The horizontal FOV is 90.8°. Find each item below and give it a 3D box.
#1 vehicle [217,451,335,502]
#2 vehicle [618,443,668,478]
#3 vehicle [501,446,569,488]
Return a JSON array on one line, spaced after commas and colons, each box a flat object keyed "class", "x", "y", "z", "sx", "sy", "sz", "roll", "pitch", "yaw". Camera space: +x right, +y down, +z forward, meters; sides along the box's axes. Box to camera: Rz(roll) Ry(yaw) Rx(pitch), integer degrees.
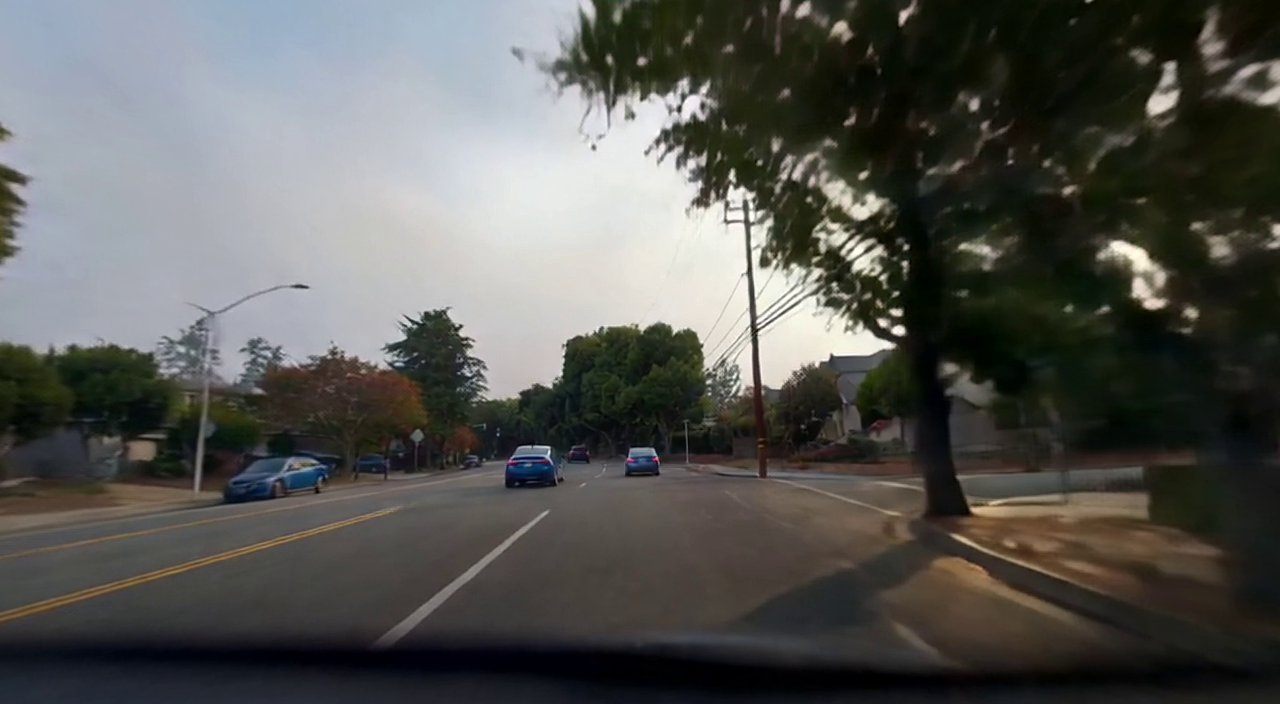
[{"class": "vehicle", "x": -14.350, "y": 4.902, "z": 25.295, "sx": 2.083, "sy": 1.817, "sz": 4.532, "roll": 0, "pitch": -9, "yaw": -1}, {"class": "vehicle", "x": 0.071, "y": 5.060, "z": 29.667, "sx": 2.168, "sy": 1.504, "sz": 4.284, "roll": 0, "pitch": -9, "yaw": -2}, {"class": "vehicle", "x": -3.863, "y": 4.279, "z": 23.934, "sx": 1.913, "sy": 1.425, "sz": 4.235, "roll": 0, "pitch": -9, "yaw": -1}]
